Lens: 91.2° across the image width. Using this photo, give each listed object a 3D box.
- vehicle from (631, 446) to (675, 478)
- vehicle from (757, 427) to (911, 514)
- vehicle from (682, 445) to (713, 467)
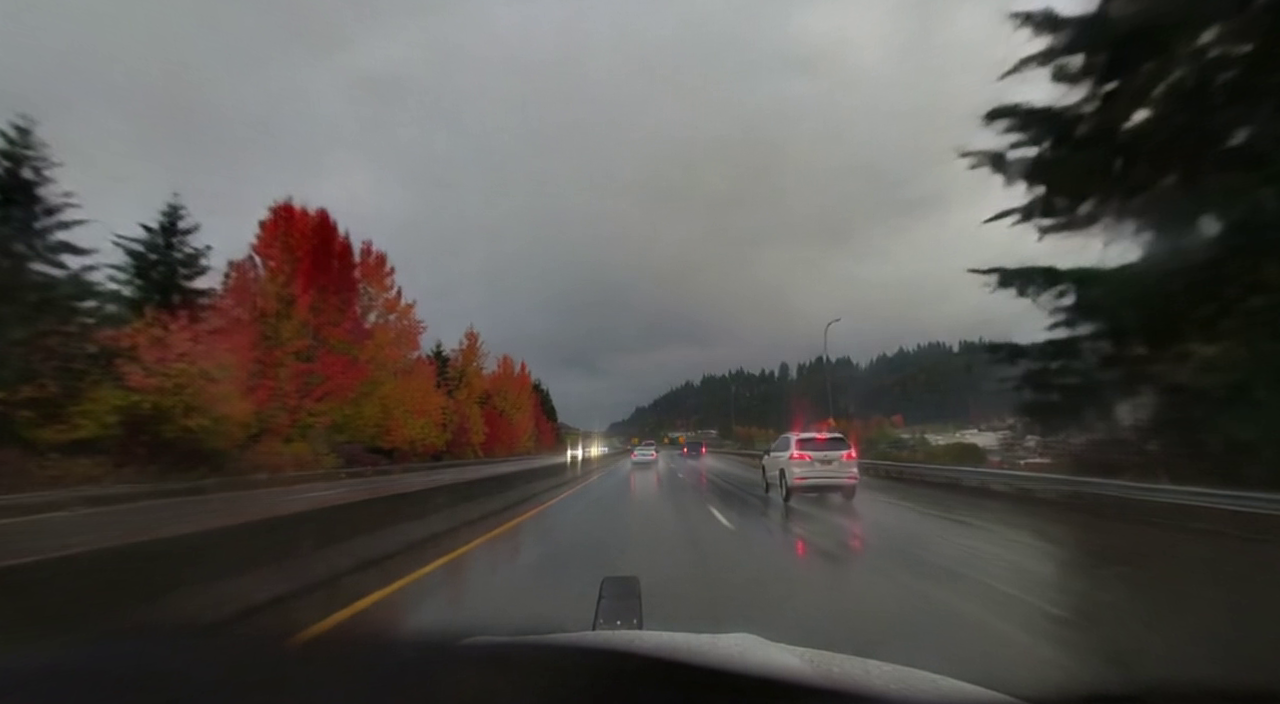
[{"bbox_3d":[0.602,5.339,30.682,2.037,1.418,3.793,0,-9,0],"label":"vehicle"},{"bbox_3d":[4.317,2.721,14.863,2.250,1.718,4.358,0,-9,0],"label":"vehicle"},{"bbox_3d":[4.284,7.815,47.328,1.959,1.528,4.207,0,-9,0],"label":"vehicle"}]
